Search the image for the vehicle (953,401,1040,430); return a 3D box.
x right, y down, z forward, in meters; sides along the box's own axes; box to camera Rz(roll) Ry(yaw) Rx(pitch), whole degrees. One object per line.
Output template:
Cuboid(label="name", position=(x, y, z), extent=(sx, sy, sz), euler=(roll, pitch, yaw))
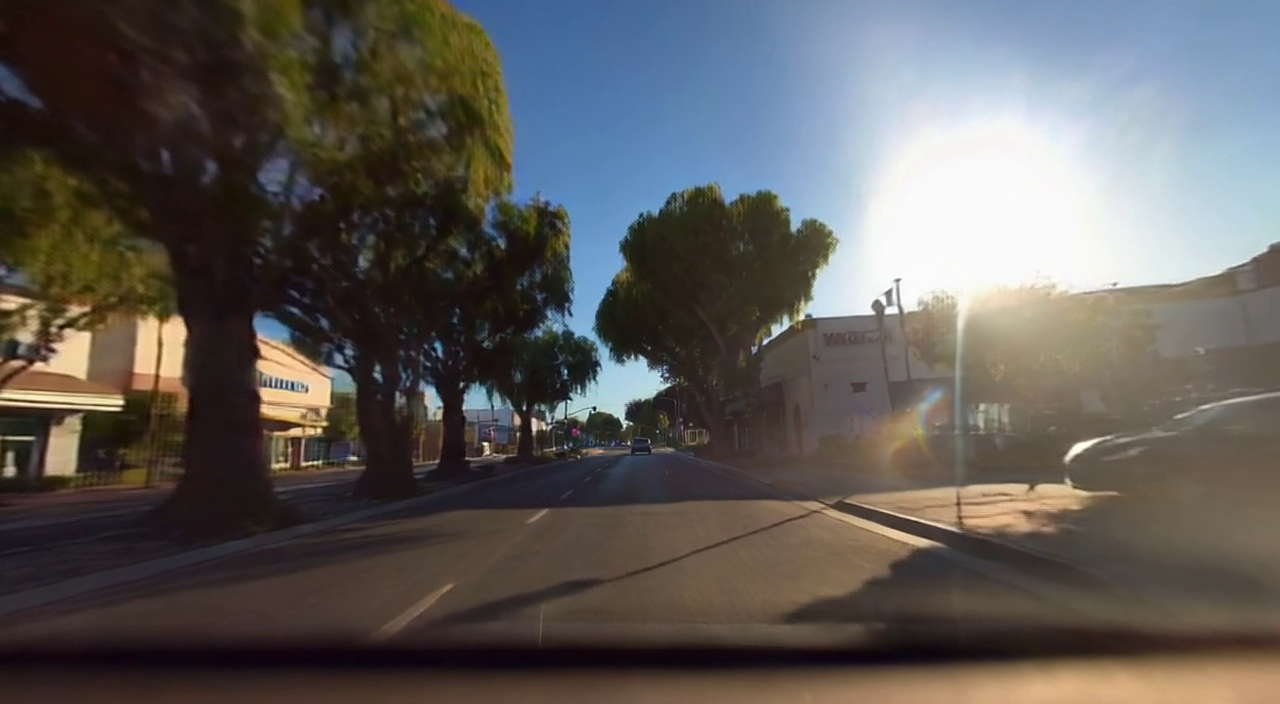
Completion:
Cuboid(label="vehicle", position=(23.486, 4.232, 41.516), extent=(4.630, 1.473, 1.702), euler=(-6, -12, 17))

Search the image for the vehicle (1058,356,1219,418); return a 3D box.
Cuboid(label="vehicle", position=(22.235, 1.694, 28.177), extent=(5.257, 1.921, 2.104), euler=(-13, -15, 42))

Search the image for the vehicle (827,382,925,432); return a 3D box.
Cuboid(label="vehicle", position=(11.511, 2.774, 30.442), extent=(5.186, 2.000, 2.226), euler=(9, -12, -41))

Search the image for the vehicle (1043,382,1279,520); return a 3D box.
Cuboid(label="vehicle", position=(9.362, 1.962, 11.236), extent=(1.917, 1.876, 4.629), euler=(-6, -15, 12))
